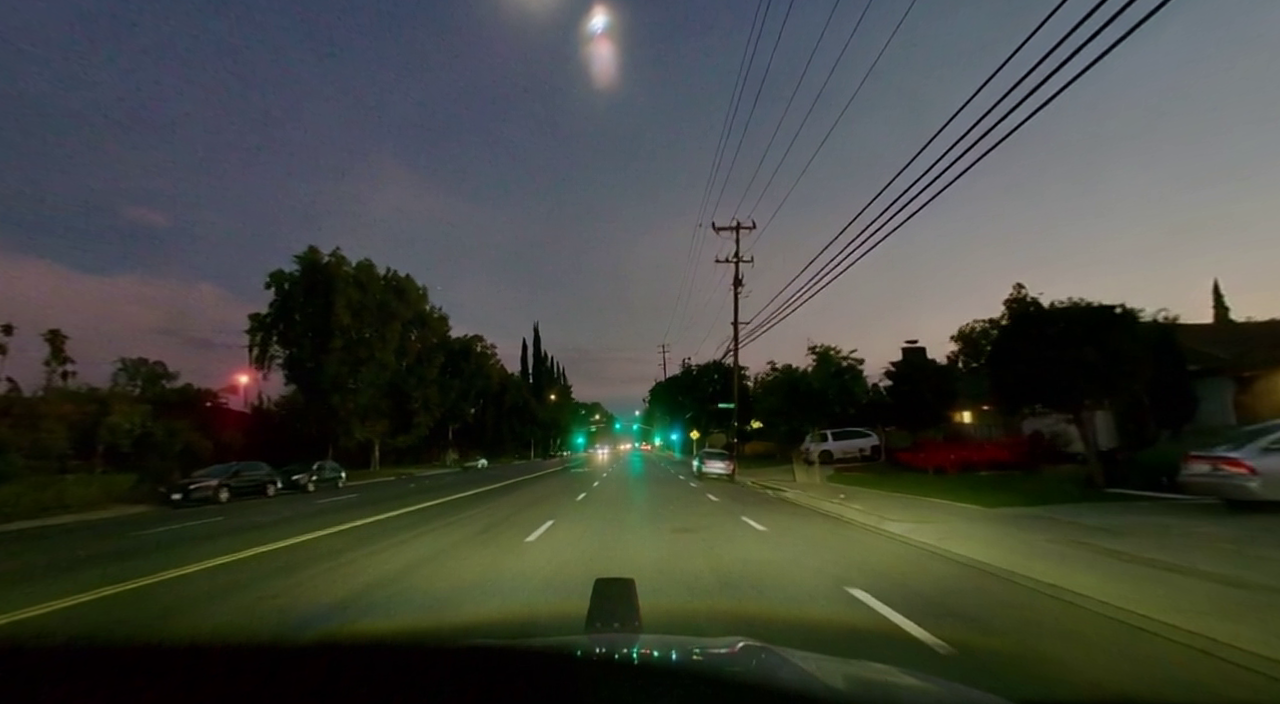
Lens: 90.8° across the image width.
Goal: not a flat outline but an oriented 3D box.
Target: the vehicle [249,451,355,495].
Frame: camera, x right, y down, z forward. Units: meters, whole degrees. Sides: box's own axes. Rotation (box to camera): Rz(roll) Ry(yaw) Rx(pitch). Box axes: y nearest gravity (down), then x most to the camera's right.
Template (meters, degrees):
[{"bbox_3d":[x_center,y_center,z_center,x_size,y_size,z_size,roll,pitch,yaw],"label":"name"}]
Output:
[{"bbox_3d":[-13.962,4.995,26.445,1.916,1.632,4.440,0,-9,1],"label":"vehicle"}]

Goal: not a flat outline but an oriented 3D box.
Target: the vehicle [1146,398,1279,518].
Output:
[{"bbox_3d":[11.556,1.636,10.433,4.415,1.753,2.098,-3,-10,2],"label":"vehicle"}]

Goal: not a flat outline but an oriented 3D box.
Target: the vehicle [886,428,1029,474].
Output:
[{"bbox_3d":[12.202,3.856,24.532,4.429,1.474,1.887,-3,-10,2],"label":"vehicle"}]

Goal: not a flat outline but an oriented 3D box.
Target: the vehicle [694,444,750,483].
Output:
[{"bbox_3d":[3.478,4.824,27.605,1.855,1.518,4.707,0,-9,1],"label":"vehicle"}]

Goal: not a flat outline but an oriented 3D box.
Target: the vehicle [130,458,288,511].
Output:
[{"bbox_3d":[-14.066,4.314,21.052,2.011,1.480,4.644,0,-9,0],"label":"vehicle"}]

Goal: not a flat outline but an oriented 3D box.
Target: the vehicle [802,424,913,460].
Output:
[{"bbox_3d":[12.856,5.364,37.612,5.713,1.857,2.285,-1,-9,-5],"label":"vehicle"}]
